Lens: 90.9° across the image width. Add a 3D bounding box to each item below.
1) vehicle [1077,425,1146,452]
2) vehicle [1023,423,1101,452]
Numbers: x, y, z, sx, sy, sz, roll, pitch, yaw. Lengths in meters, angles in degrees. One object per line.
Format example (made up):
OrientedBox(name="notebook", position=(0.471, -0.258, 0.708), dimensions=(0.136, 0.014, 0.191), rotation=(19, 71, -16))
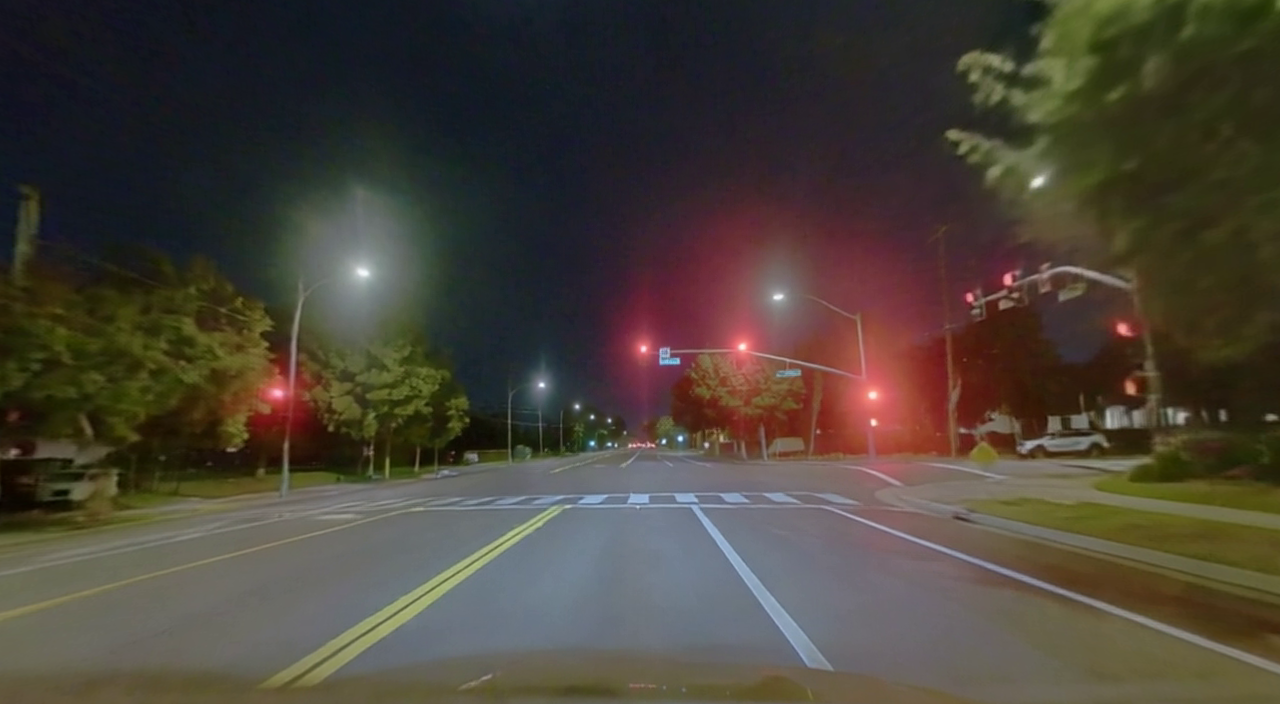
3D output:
OrientedBox(name="vehicle", position=(31.250, 5.772, 41.909), dimensions=(1.928, 1.622, 3.895), rotation=(-2, -9, 7))
OrientedBox(name="vehicle", position=(28.641, 5.886, 42.959), dimensions=(2.041, 1.826, 4.925), rotation=(-1, -9, 3))
